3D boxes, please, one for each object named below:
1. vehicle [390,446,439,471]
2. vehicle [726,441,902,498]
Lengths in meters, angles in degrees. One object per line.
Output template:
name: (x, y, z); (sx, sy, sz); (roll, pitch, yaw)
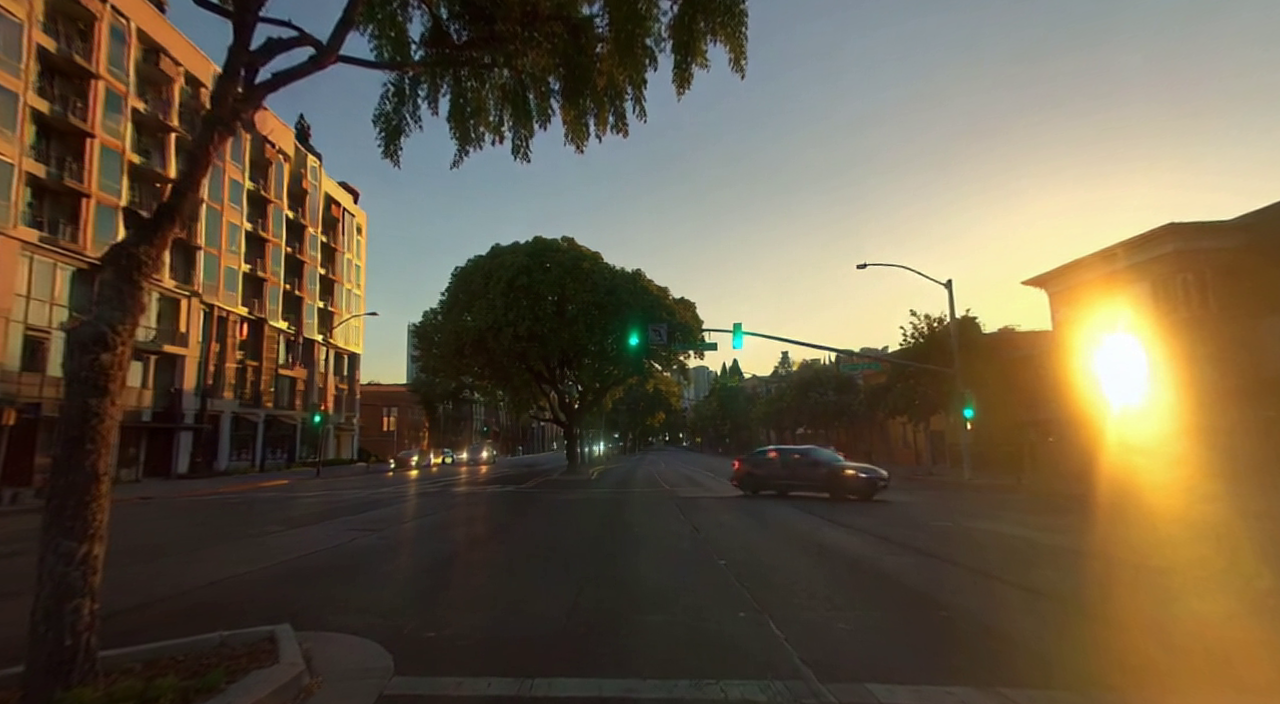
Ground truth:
vehicle: (-16.495, 7.809, 46.442); (2.075, 1.708, 4.335); (0, -8, -1)
vehicle: (4.961, 3.387, 18.677); (1.933, 1.460, 4.683); (7, -11, -40)
